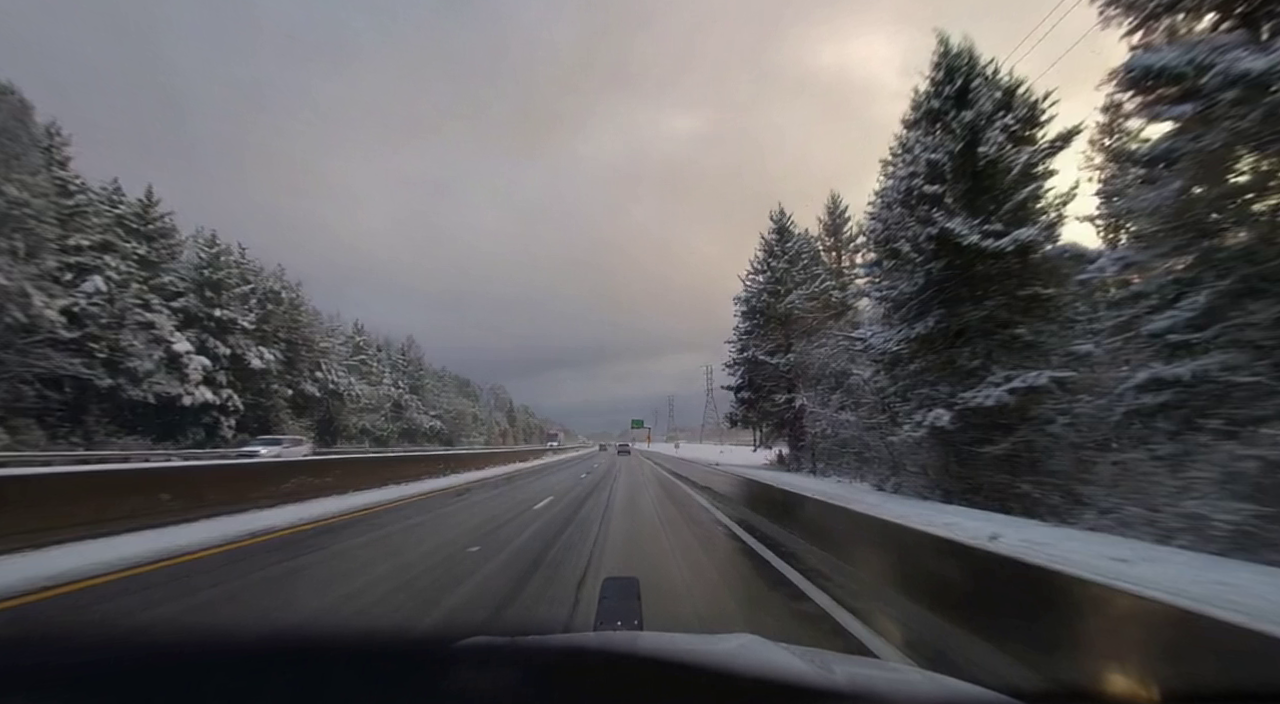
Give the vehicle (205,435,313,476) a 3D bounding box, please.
[{"bbox_3d":[-15.569,4.236,25.896,1.884,1.532,4.114,0,-9,0],"label":"vehicle"}]
